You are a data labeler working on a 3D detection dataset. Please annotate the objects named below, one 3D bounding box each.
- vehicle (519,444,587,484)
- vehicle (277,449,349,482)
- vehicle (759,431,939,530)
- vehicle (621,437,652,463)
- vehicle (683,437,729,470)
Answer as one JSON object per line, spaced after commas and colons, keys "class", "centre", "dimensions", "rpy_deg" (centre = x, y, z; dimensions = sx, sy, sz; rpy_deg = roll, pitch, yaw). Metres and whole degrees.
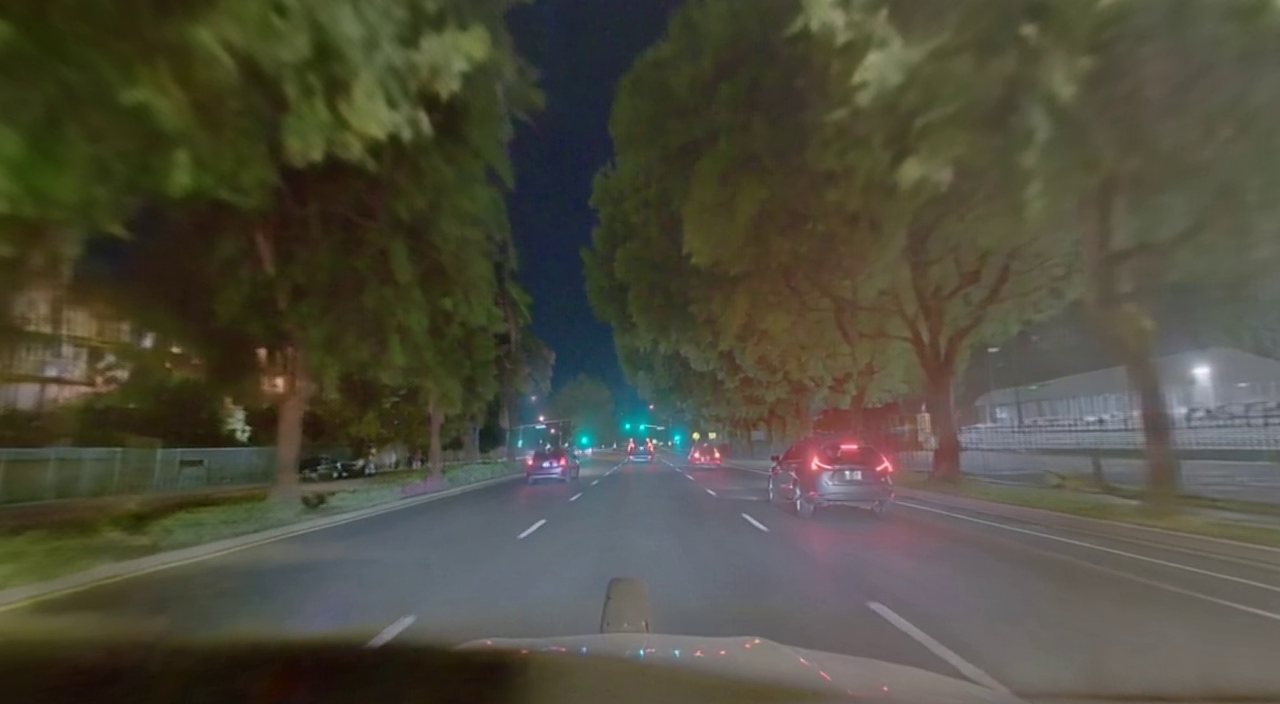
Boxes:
{"class": "vehicle", "centre": [-3.189, 4.177, 23.899], "dimensions": [2.013, 1.354, 3.908], "rpy_deg": [0, -8, 0]}
{"class": "vehicle", "centre": [-22.409, 7.744, 43.470], "dimensions": [2.159, 1.908, 5.564], "rpy_deg": [-2, -8, -1]}
{"class": "vehicle", "centre": [3.619, 2.283, 11.867], "dimensions": [1.919, 1.502, 4.232], "rpy_deg": [0, -8, 0]}
{"class": "vehicle", "centre": [-0.284, 7.431, 47.915], "dimensions": [2.247, 1.882, 4.603], "rpy_deg": [0, -8, -1]}
{"class": "vehicle", "centre": [3.550, 5.542, 34.649], "dimensions": [1.980, 1.709, 4.367], "rpy_deg": [0, -8, -1]}
